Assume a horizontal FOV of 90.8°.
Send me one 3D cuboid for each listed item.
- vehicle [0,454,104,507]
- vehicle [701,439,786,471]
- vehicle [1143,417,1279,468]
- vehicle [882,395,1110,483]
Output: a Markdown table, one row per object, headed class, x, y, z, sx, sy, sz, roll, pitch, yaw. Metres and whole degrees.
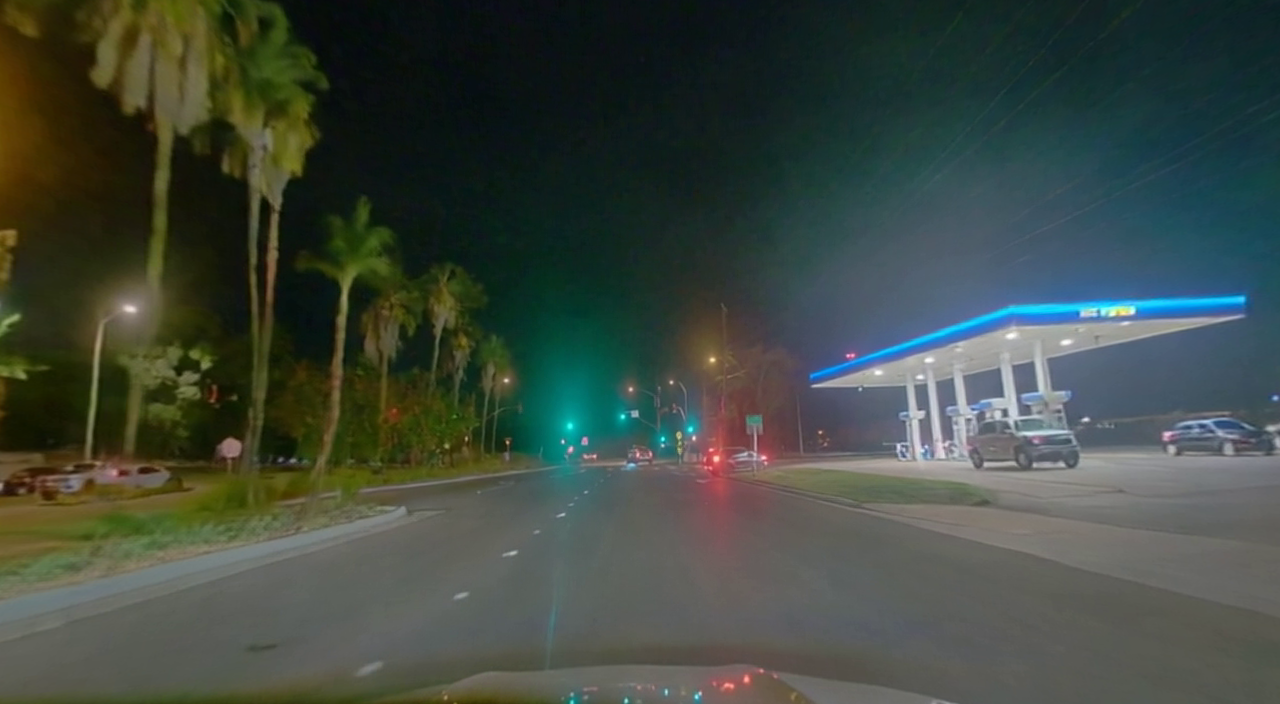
| class | x | y | z | sx | sy | sz | roll | pitch | yaw |
| --- | --- | --- | --- | --- | --- | --- | --- | --- | --- |
| vehicle | -25.654 | 5.371 | 26.204 | 5.056 | 1.839 | 1.957 | -3 | -6 | -2 |
| vehicle | 7.319 | 7.206 | 44.338 | 6.059 | 2.082 | 2.703 | 8 | -12 | -43 |
| vehicle | 21.582 | 3.328 | 23.161 | 4.578 | 1.756 | 2.042 | 1 | -9 | -4 |
| vehicle | 13.320 | 3.550 | 25.339 | 2.944 | 2.783 | 10.332 | 0 | -9 | -1 |
